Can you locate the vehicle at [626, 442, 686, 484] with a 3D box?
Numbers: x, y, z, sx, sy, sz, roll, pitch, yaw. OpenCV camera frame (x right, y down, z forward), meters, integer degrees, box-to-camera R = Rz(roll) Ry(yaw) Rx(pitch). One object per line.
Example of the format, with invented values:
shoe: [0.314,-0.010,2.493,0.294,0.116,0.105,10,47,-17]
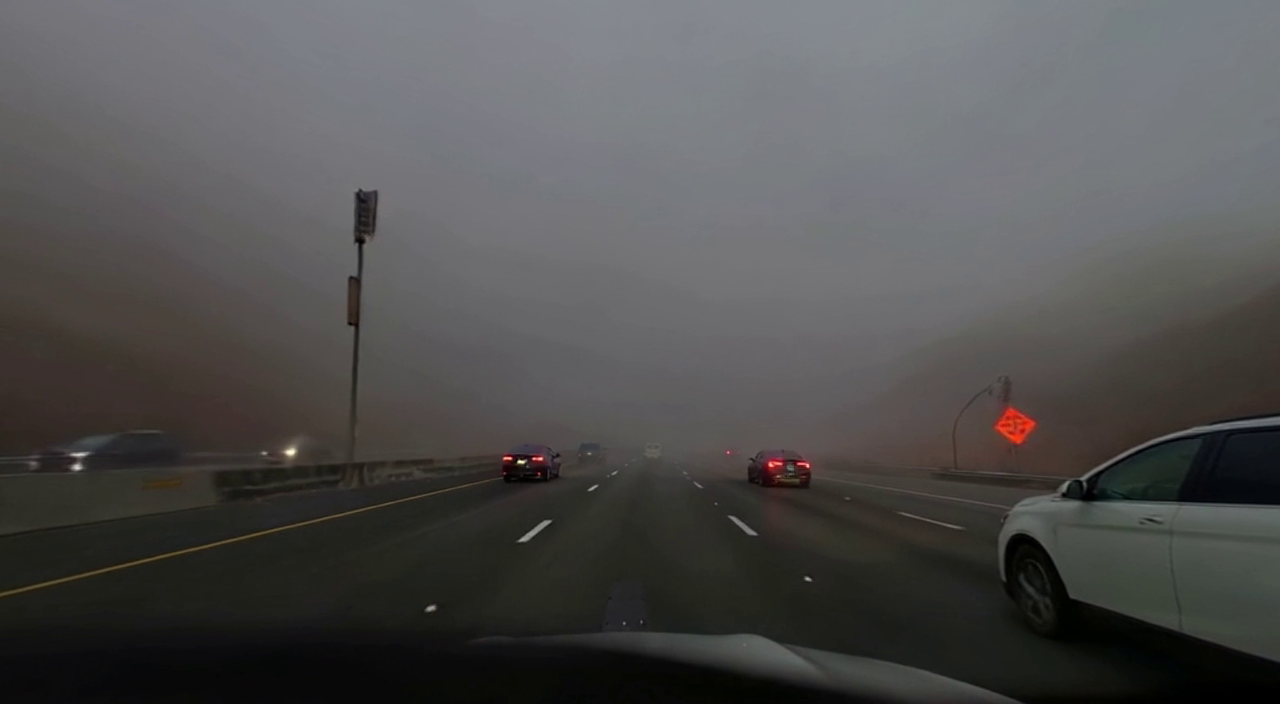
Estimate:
vehicle: [0.604,4.349,25.035,2.138,1.473,4.392,0,-8,1]

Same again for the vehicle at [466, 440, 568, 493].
vehicle: [-3.655,3.489,19.614,2.232,1.438,4.163,-1,-8,2]

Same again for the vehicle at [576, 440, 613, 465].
vehicle: [-3.215,7.196,45.334,2.234,1.675,4.527,-1,-8,2]

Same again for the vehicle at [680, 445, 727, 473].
vehicle: [3.548,6.076,36.001,2.177,1.453,4.205,0,-8,-1]

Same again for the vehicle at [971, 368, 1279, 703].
vehicle: [3.849,0.937,2.988,2.018,1.670,4.658,0,-8,0]

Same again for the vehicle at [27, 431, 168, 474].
vehicle: [-21.530,4.003,25.270,1.976,1.559,3.997,-1,-8,2]

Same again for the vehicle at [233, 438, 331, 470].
vehicle: [-18.038,5.150,32.129,2.126,1.487,4.681,-1,-8,2]

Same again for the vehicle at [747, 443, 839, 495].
vehicle: [4.840,3.730,20.532,1.867,1.465,4.093,0,-8,-2]

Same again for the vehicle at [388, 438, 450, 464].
vehicle: [-13.979,6.299,40.158,2.252,1.507,4.433,0,-8,1]
